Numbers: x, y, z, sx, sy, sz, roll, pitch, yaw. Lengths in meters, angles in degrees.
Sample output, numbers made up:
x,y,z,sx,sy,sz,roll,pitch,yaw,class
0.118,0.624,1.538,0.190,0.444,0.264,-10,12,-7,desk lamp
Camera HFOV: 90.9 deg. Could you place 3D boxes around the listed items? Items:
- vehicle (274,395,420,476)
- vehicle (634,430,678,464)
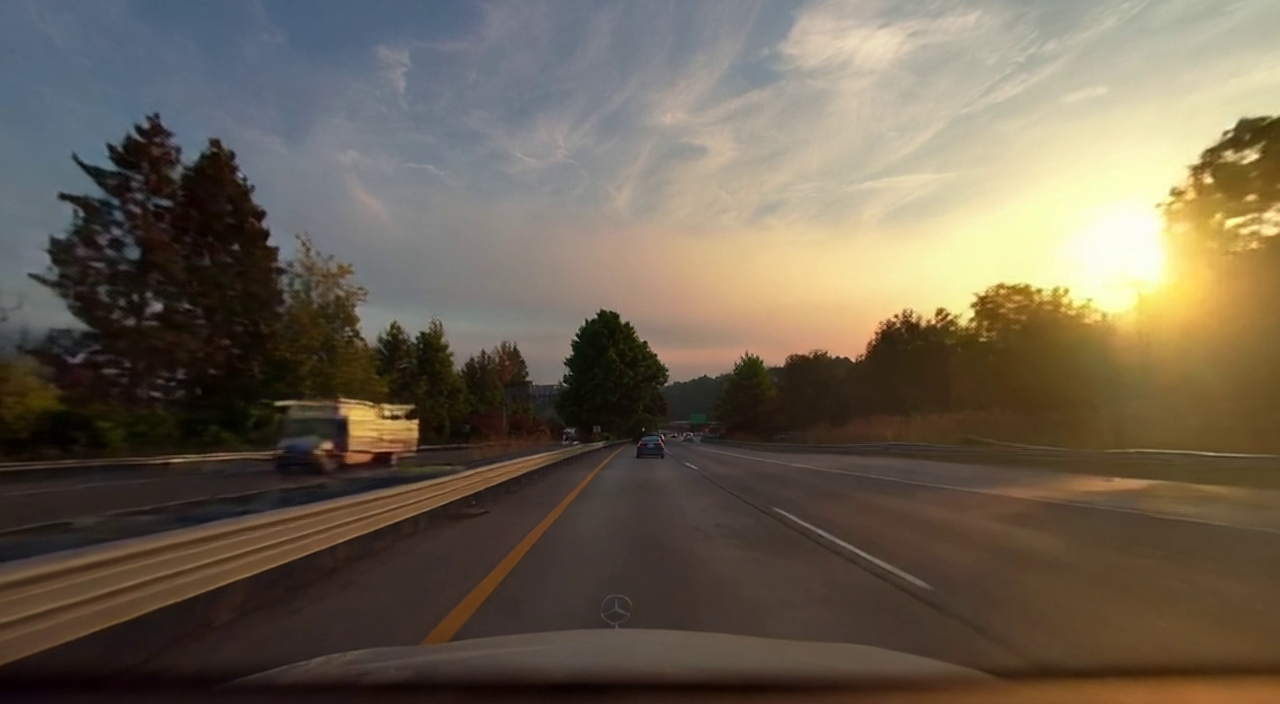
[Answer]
x,y,z,sx,sy,sz,roll,pitch,yaw,class
-12.363,3.667,27.487,2.775,3.035,7.299,0,-8,0,vehicle
0.713,4.640,30.851,2.046,1.526,3.903,0,-8,0,vehicle
